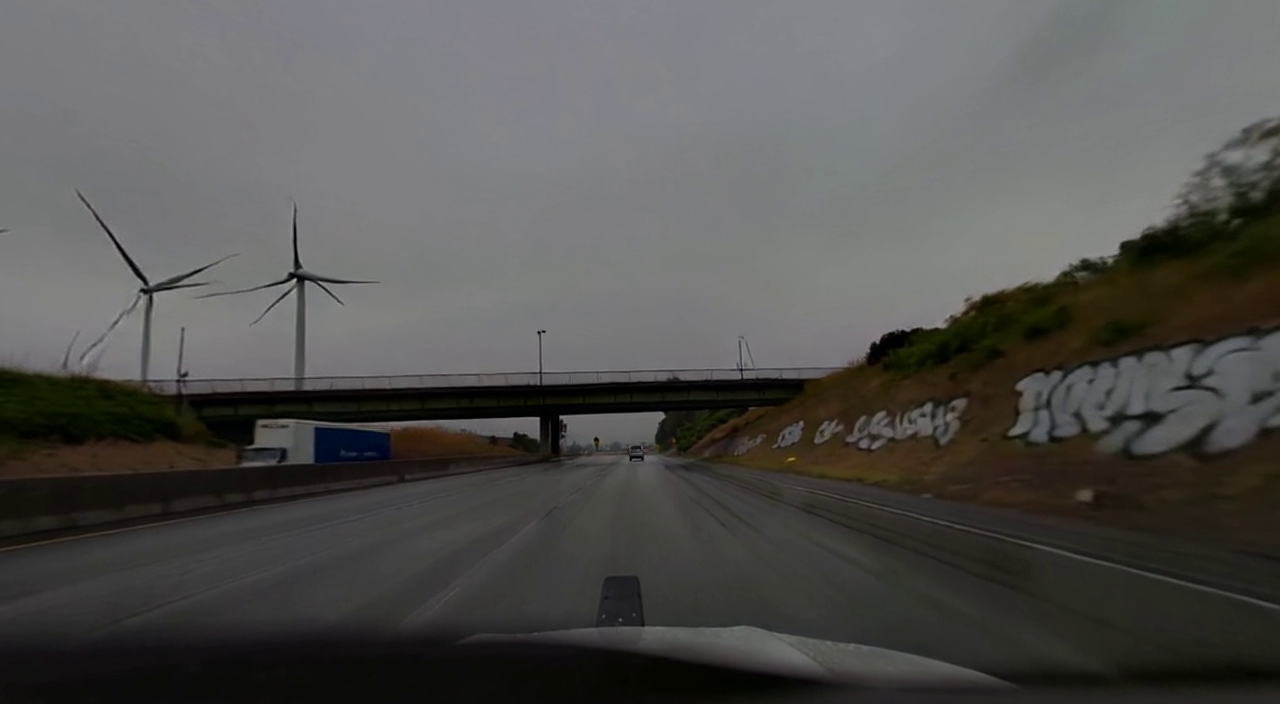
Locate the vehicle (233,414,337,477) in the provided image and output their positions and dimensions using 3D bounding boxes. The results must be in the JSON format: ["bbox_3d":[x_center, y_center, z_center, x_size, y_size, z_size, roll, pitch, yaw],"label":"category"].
[{"bbox_3d":[-23.007,6.175,41.372,3.227,3.793,6.009,0,-9,-1],"label":"vehicle"}]
